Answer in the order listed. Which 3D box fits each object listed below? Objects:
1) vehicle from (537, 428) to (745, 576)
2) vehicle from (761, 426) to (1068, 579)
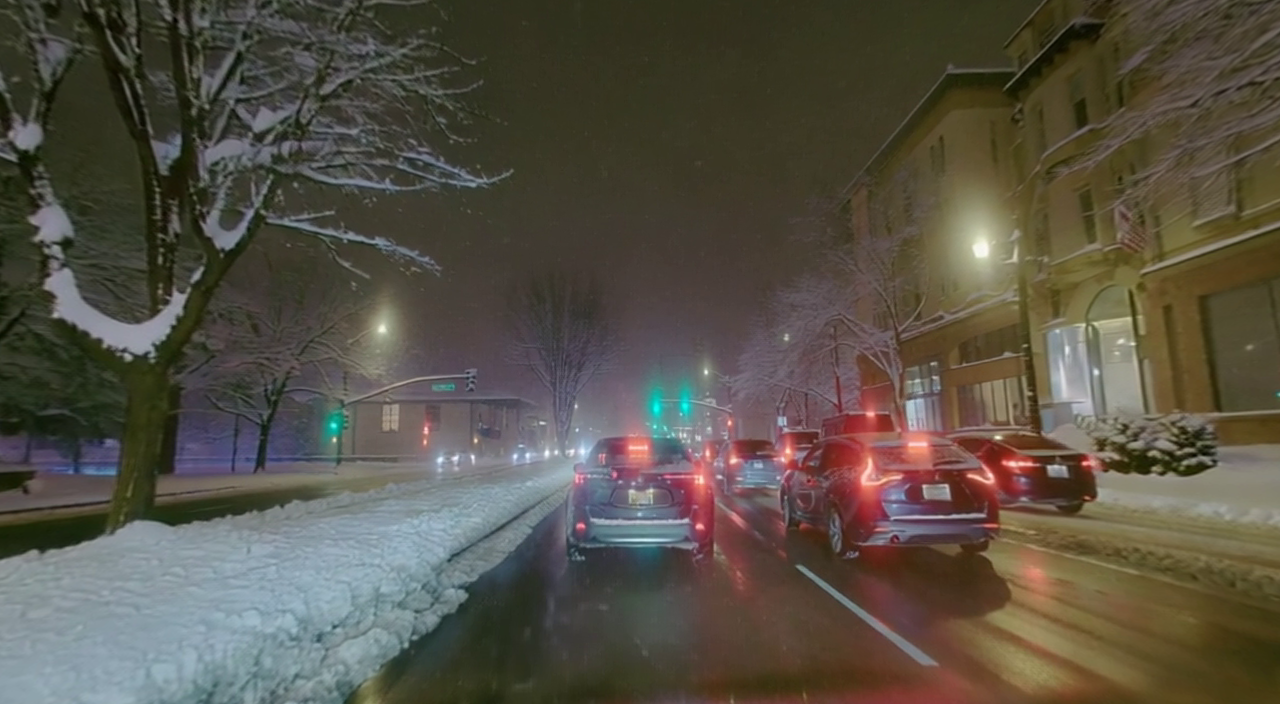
[{"bbox_3d":[-0.036,1.825,8.532,2.105,1.474,4.127,0,-8,-1],"label":"vehicle"},{"bbox_3d":[3.134,1.809,8.513,1.995,1.483,4.533,0,-8,-2],"label":"vehicle"}]
